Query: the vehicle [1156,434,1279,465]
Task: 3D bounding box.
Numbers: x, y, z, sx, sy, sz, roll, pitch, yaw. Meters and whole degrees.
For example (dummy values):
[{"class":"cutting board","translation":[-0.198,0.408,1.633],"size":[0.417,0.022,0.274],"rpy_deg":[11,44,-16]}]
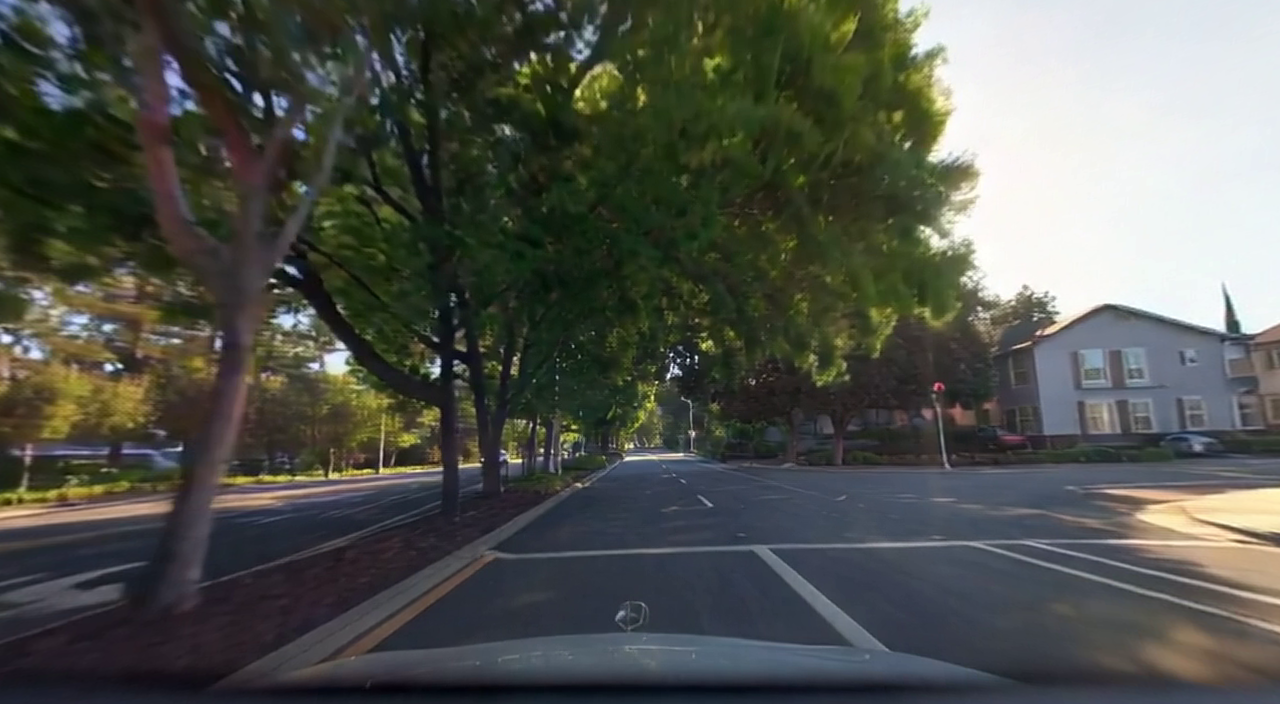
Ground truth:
[{"class":"vehicle","translation":[26.126,4.417,28.579],"size":[1.624,1.311,4.222],"rpy_deg":[0,-8,0]}]
